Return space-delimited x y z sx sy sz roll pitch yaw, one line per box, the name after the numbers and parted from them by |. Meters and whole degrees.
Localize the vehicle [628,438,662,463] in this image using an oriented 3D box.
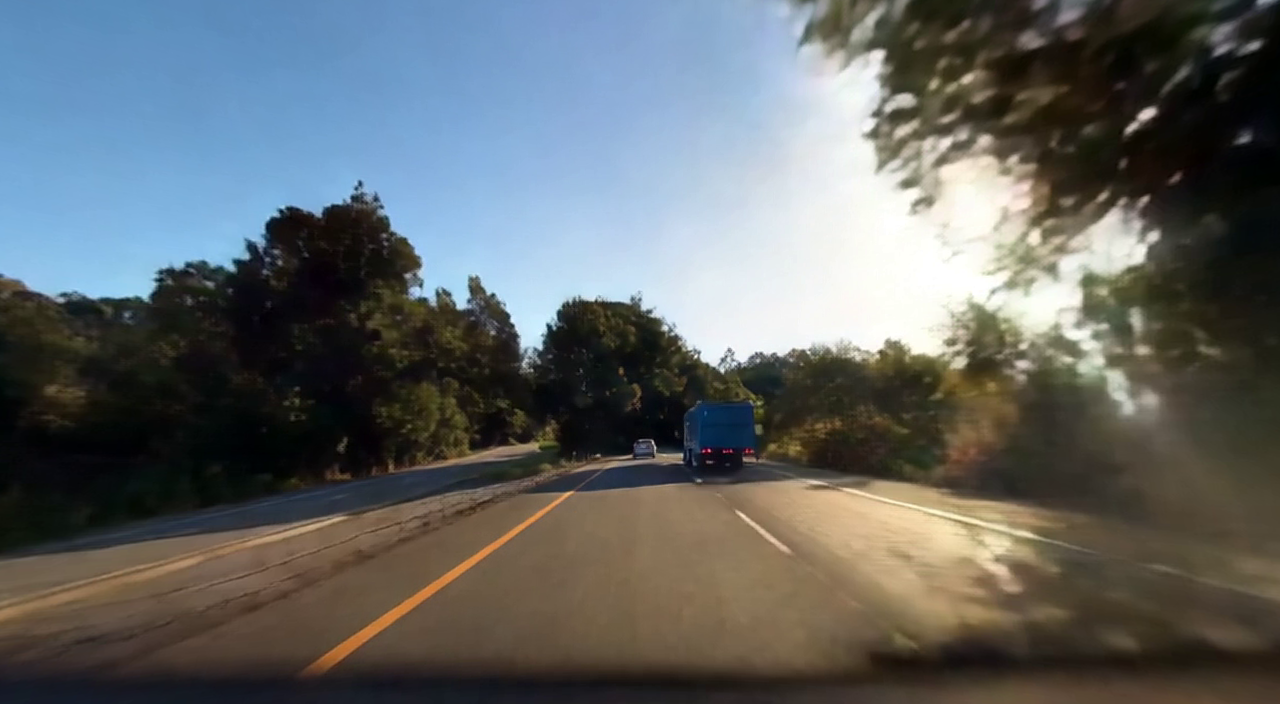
0.345 6.632 42.435 2.170 1.544 4.373 0 -8 0 | vehicle

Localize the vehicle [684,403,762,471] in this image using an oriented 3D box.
4.239 4.606 33.989 3.015 3.211 7.982 0 -8 -1 | vehicle
